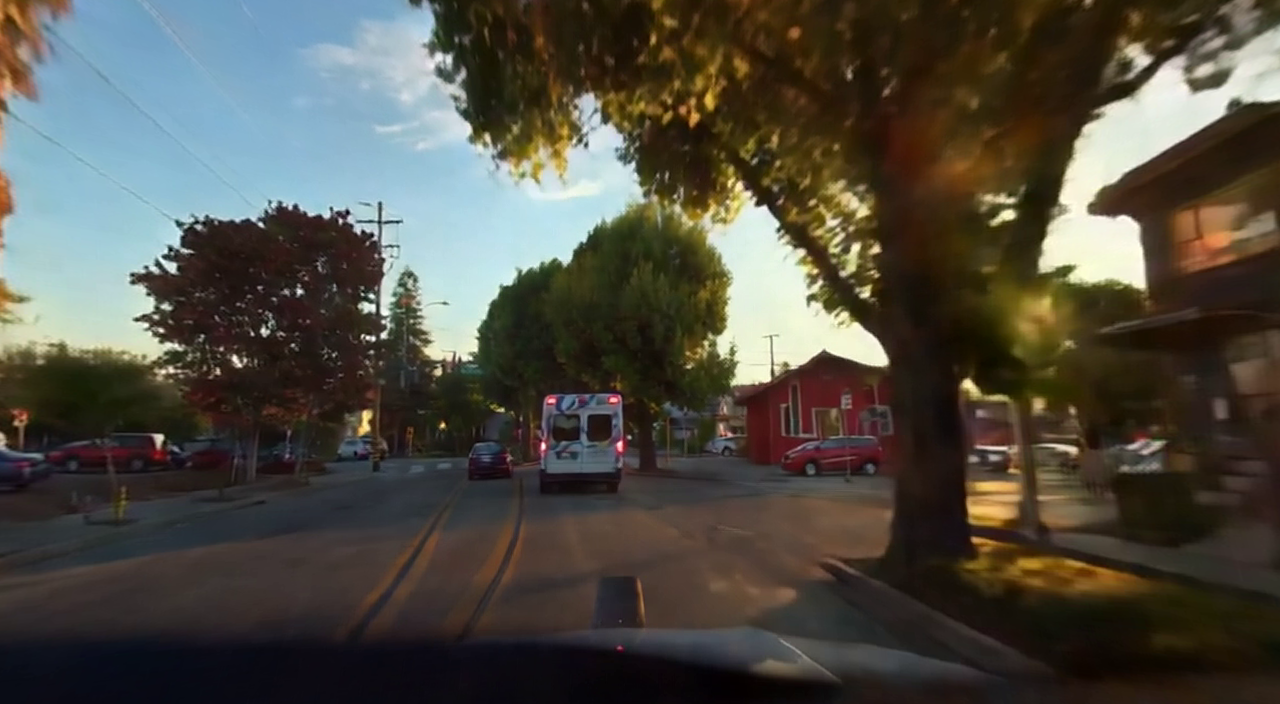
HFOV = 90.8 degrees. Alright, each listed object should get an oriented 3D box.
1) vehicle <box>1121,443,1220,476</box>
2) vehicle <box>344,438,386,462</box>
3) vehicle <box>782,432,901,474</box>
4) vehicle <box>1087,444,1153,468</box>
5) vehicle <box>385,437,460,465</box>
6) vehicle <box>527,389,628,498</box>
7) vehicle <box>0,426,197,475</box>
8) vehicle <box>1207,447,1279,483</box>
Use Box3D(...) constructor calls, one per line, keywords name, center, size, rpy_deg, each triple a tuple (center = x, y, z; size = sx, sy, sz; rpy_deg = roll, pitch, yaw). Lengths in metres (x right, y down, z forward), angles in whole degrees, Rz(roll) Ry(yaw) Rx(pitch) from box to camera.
Box3D(name="vehicle", center=(28.621, 5.783, 34.296), size=(1.899, 1.635, 4.603), rpy_deg=(-2, -8, 10))
Box3D(name="vehicle", center=(-21.466, 7.650, 49.495), size=(2.290, 1.776, 4.947), rpy_deg=(2, -8, -16))
Box3D(name="vehicle", center=(10.016, 5.064, 31.805), size=(5.270, 1.966, 2.329), rpy_deg=(-1, -8, 5))
Box3D(name="vehicle", center=(35.012, 7.585, 46.233), size=(2.114, 1.588, 3.888), rpy_deg=(-4, -9, 9))
Box3D(name="vehicle", center=(-14.655, 6.664, 42.554), size=(4.502, 1.810, 2.056), rpy_deg=(-4, -9, 23))
Box3D(name="vehicle", center=(-1.848, 2.636, 18.369), size=(2.444, 2.640, 5.482), rpy_deg=(1, -8, -7))
Box3D(name="vehicle", center=(-21.038, 3.813, 24.251), size=(5.910, 1.681, 2.579), rpy_deg=(1, -12, -11))
Box3D(name="vehicle", center=(27.822, 4.912, 27.644), size=(1.861, 1.470, 4.867), rpy_deg=(-1, -8, 6))
